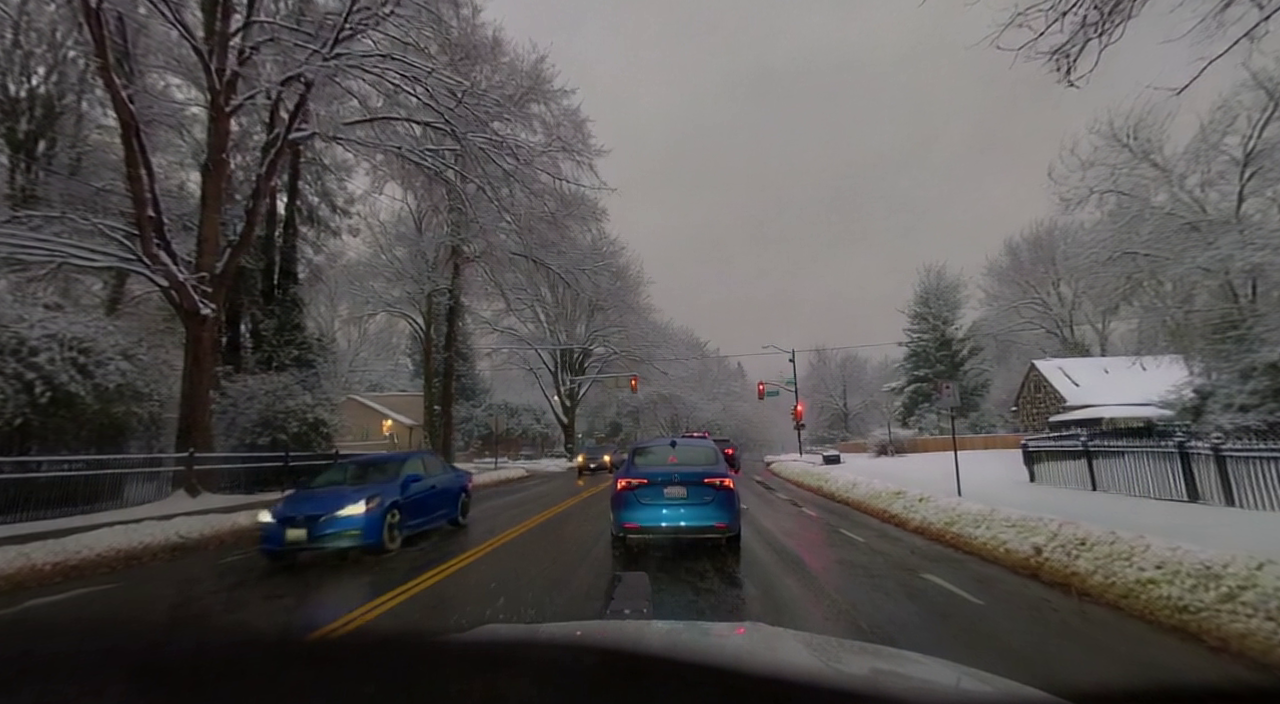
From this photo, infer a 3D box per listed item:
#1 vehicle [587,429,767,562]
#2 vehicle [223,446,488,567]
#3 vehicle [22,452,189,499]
[{"bbox_3d":[0.481,1.956,9.338,2.070,1.516,3.936,0,-8,2],"label":"vehicle"},{"bbox_3d":[-4.180,2.302,10.324,1.956,1.488,4.560,-1,-8,4],"label":"vehicle"},{"bbox_3d":[-18.150,4.175,21.524,4.069,1.445,2.063,-1,-9,8],"label":"vehicle"}]
